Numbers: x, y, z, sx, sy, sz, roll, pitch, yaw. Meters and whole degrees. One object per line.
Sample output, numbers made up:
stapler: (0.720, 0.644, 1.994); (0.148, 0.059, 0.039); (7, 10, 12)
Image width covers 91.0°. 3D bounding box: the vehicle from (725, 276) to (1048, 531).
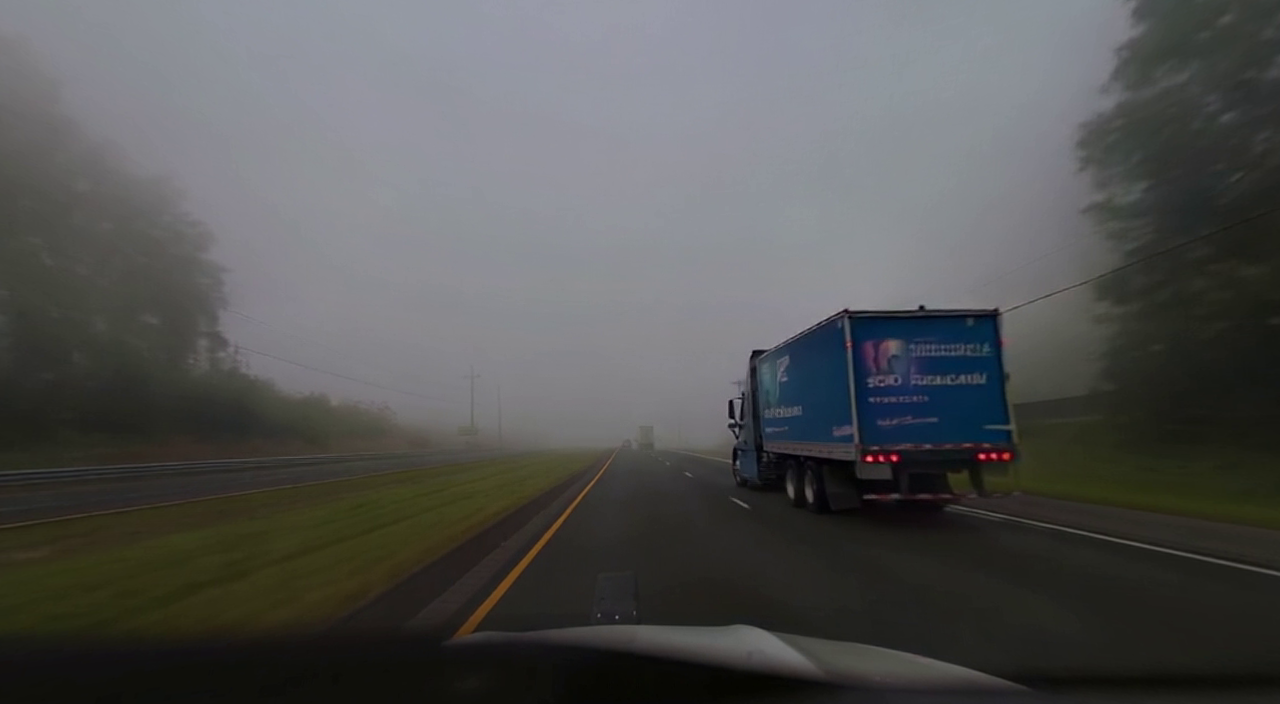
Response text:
vehicle: (4.134, 1.333, 13.649); (3.037, 3.672, 9.136); (0, -8, -2)
